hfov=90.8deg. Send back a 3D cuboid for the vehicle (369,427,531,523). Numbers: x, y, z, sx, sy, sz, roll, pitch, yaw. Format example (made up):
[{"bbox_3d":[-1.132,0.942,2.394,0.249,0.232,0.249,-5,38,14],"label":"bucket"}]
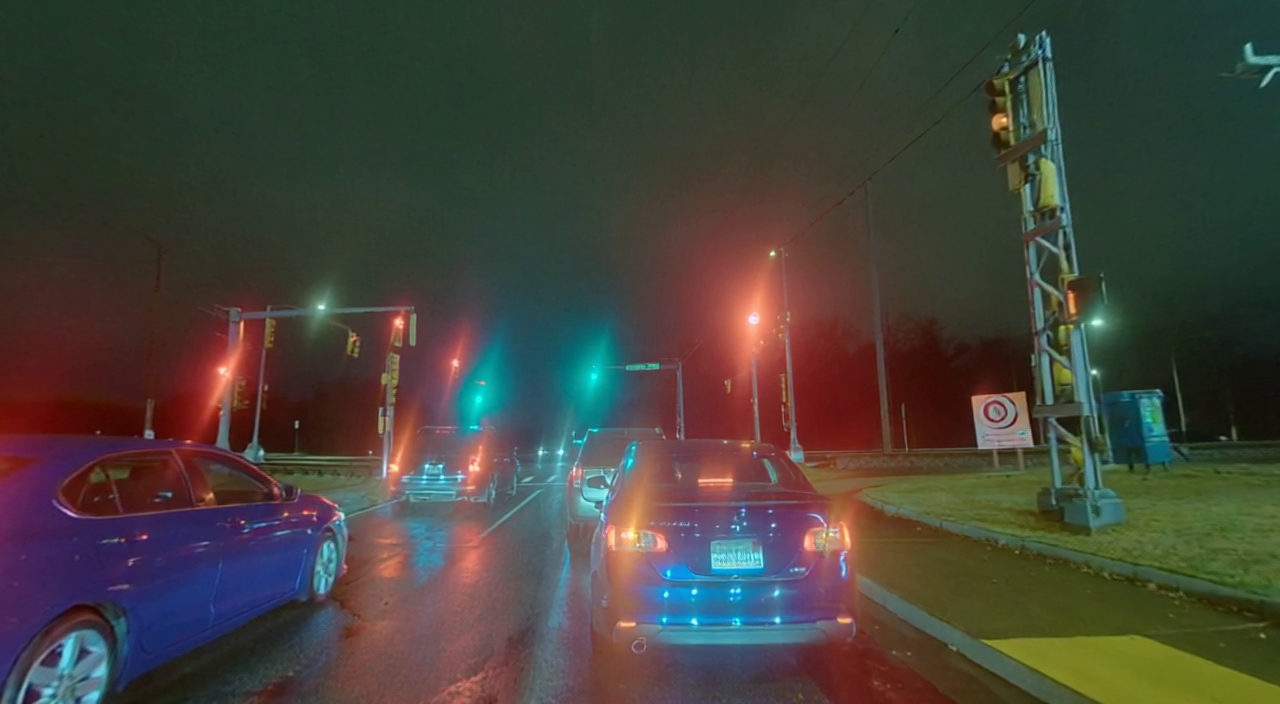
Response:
[{"bbox_3d":[-3.365,2.259,12.083,1.984,1.505,3.982,0,-9,-2],"label":"vehicle"}]

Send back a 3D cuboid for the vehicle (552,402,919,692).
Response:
[{"bbox_3d":[0.406,1.339,5.460,1.998,1.529,3.960,1,-9,-4],"label":"vehicle"}]

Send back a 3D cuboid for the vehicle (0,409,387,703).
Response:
[{"bbox_3d":[-3.710,1.250,4.462,1.956,1.468,4.585,0,-9,0],"label":"vehicle"}]

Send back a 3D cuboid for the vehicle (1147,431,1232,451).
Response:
[{"bbox_3d":[40.776,6.638,46.938,4.453,1.476,1.887,0,-9,0],"label":"vehicle"}]
